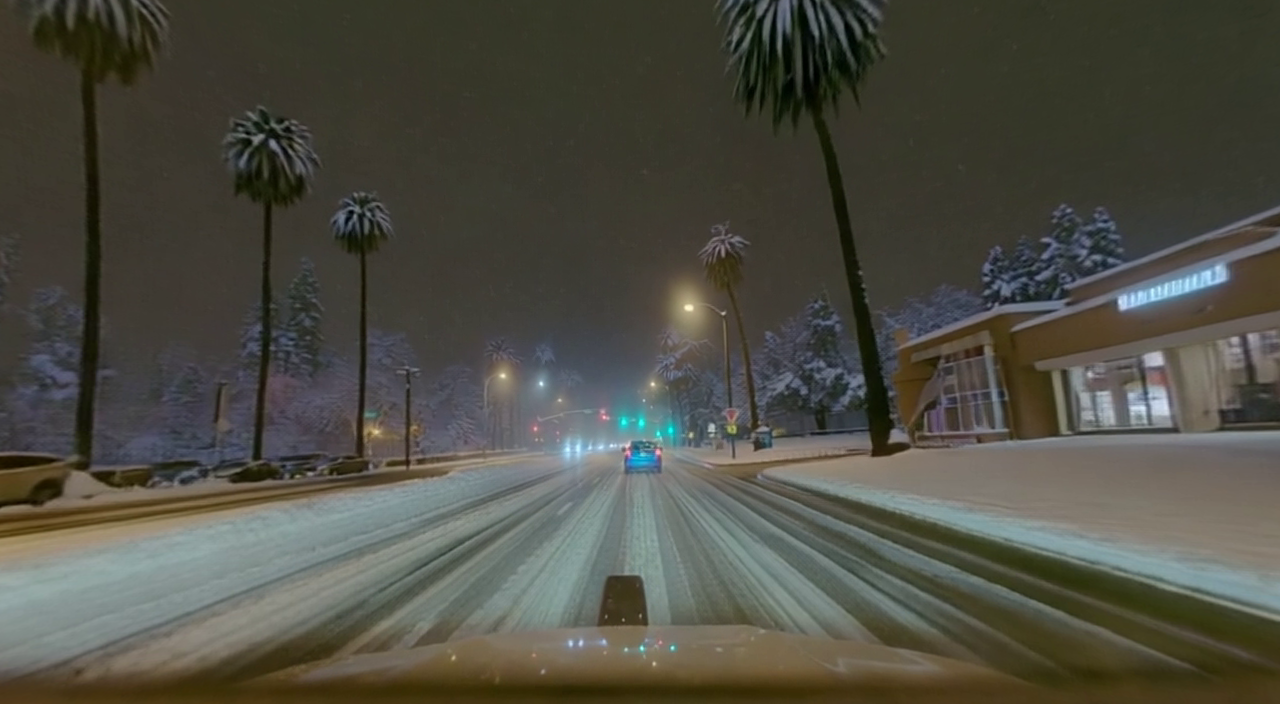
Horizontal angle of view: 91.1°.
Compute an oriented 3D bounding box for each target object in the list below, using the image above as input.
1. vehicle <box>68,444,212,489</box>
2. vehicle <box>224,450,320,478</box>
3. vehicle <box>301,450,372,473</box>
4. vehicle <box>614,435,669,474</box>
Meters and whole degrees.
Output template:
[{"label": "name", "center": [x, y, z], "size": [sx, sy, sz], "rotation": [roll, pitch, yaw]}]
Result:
[{"label": "vehicle", "center": [-21.825, 4.991, 27.525], "size": [4.536, 1.838, 2.042], "rotation": [0, -8, 2]}, {"label": "vehicle", "center": [-21.253, 6.462, 36.436], "size": [4.440, 1.498, 2.001], "rotation": [3, -9, -20]}, {"label": "vehicle", "center": [-21.476, 7.675, 44.367], "size": [4.320, 1.496, 2.046], "rotation": [4, -10, -28]}, {"label": "vehicle", "center": [0.070, 4.313, 26.609], "size": [2.144, 1.514, 4.063], "rotation": [0, -8, 1]}]
